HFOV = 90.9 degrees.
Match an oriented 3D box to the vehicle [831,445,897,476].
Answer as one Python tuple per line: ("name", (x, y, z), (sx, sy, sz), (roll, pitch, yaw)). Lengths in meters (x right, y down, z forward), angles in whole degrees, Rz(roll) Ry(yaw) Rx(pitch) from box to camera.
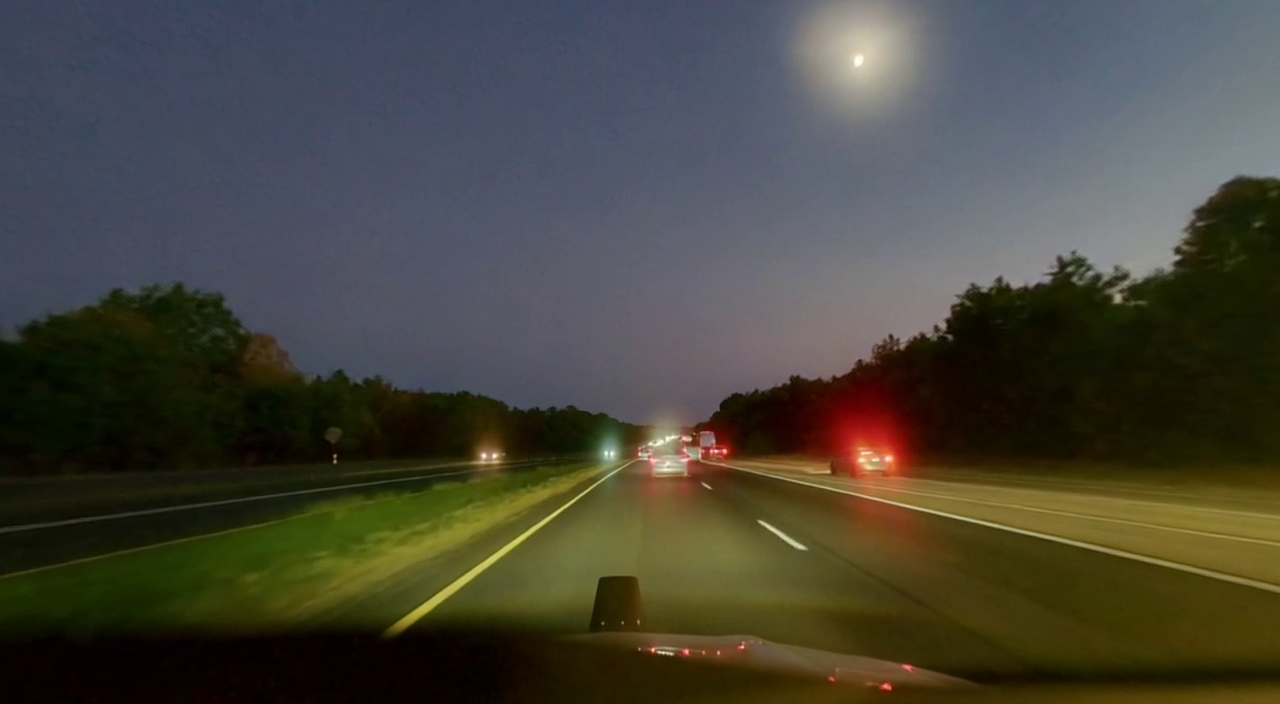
("vehicle", (11.653, 5.647, 33.015), (1.926, 1.483, 3.528), (0, -9, -4))

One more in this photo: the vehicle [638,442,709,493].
("vehicle", (0.972, 3.699, 20.537), (2.053, 1.483, 4.185), (0, -9, 0))
